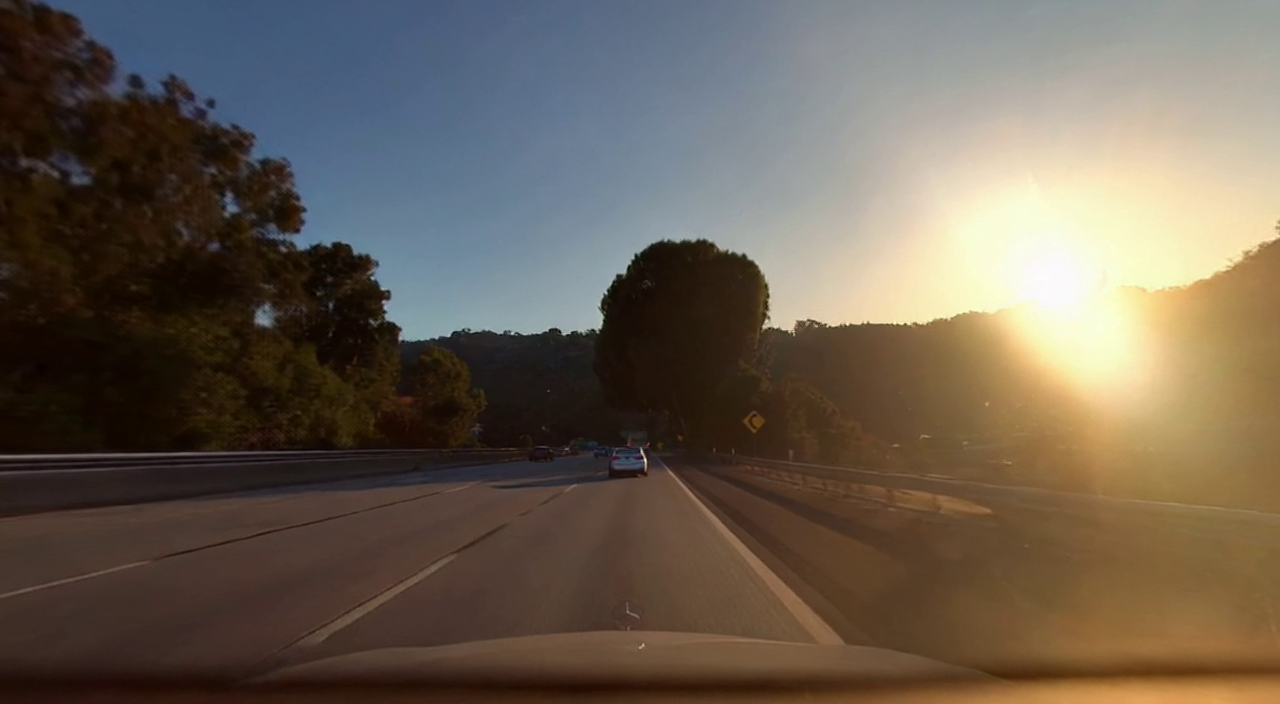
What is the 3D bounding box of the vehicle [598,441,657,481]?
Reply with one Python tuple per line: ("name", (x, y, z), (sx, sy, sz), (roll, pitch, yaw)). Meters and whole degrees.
("vehicle", (-0.469, 4.422, 25.781), (2.238, 1.479, 3.672), (0, -9, 0))
